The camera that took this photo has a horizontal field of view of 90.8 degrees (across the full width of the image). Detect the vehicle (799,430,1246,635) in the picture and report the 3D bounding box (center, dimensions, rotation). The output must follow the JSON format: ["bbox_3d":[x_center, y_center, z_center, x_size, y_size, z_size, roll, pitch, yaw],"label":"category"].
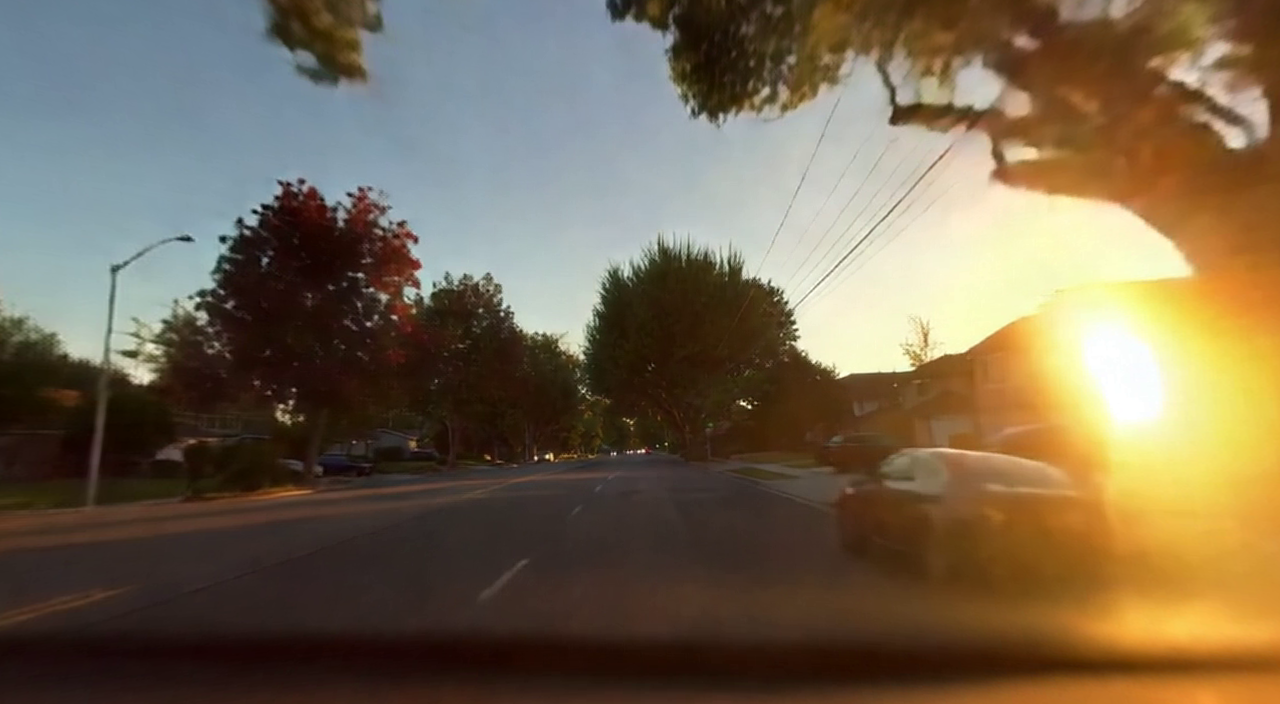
[{"bbox_3d":[3.517,1.722,7.282,2.037,1.518,4.904,0,-8,-1],"label":"vehicle"}]

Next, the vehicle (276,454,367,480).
[{"bbox_3d":[-18.736,6.747,37.285,4.450,1.409,1.990,6,-10,-36],"label":"vehicle"}]
